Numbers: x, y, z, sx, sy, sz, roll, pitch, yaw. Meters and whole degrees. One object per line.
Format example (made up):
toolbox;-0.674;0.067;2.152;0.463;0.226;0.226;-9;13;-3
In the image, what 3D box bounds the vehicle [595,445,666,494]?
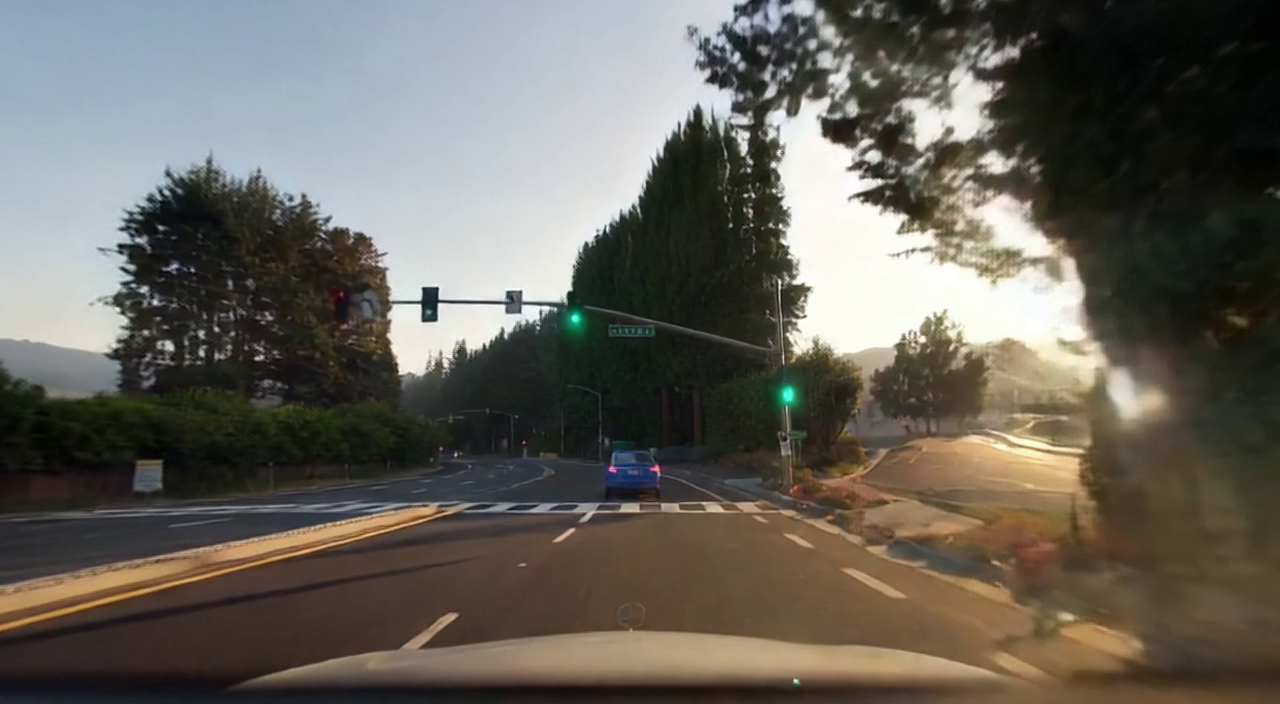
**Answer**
vehicle;-0.419;3.951;21.601;2.148;1.521;4.089;1;-9;-5
